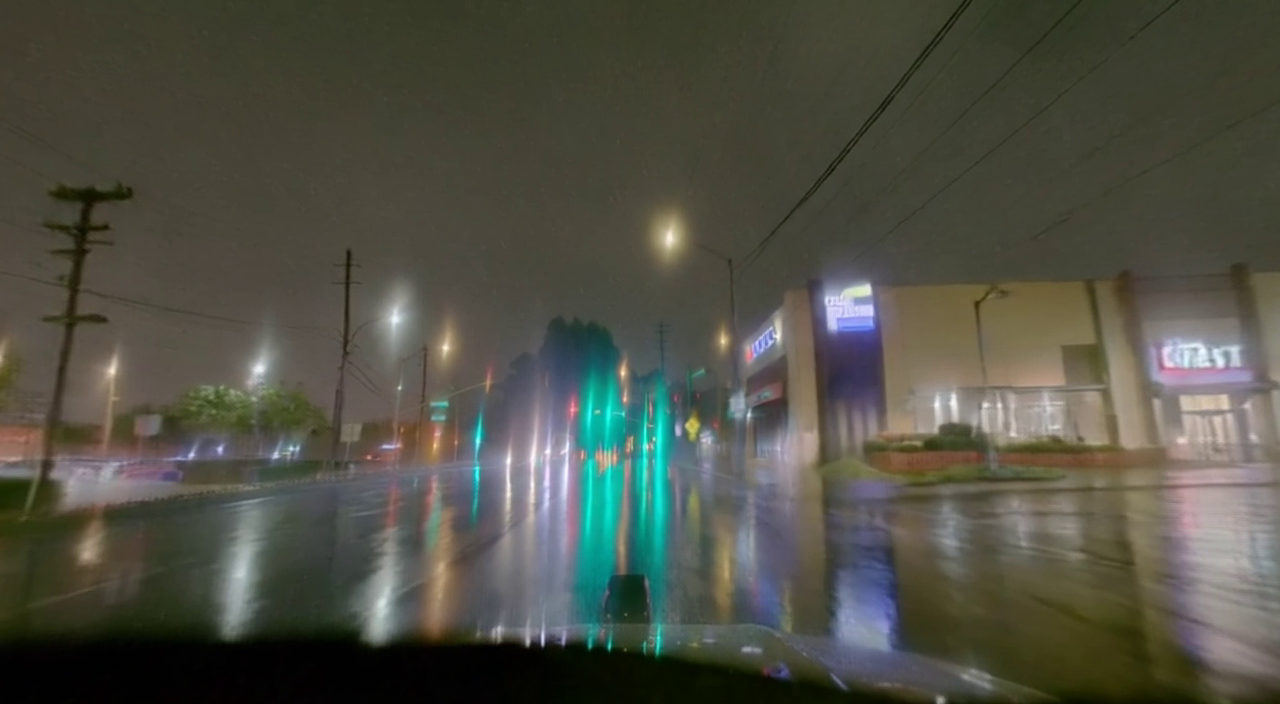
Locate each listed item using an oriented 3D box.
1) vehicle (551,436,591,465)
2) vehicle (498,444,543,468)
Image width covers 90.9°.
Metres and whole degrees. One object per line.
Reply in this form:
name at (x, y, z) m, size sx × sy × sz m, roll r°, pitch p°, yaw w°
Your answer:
vehicle at (-4.809, 6.935, 44.704) m, size 2.371 × 1.926 × 5.099 m, roll 0°, pitch -8°, yaw -2°
vehicle at (-7.422, 6.475, 39.496) m, size 2.010 × 1.455 × 4.271 m, roll 0°, pitch -8°, yaw 0°
